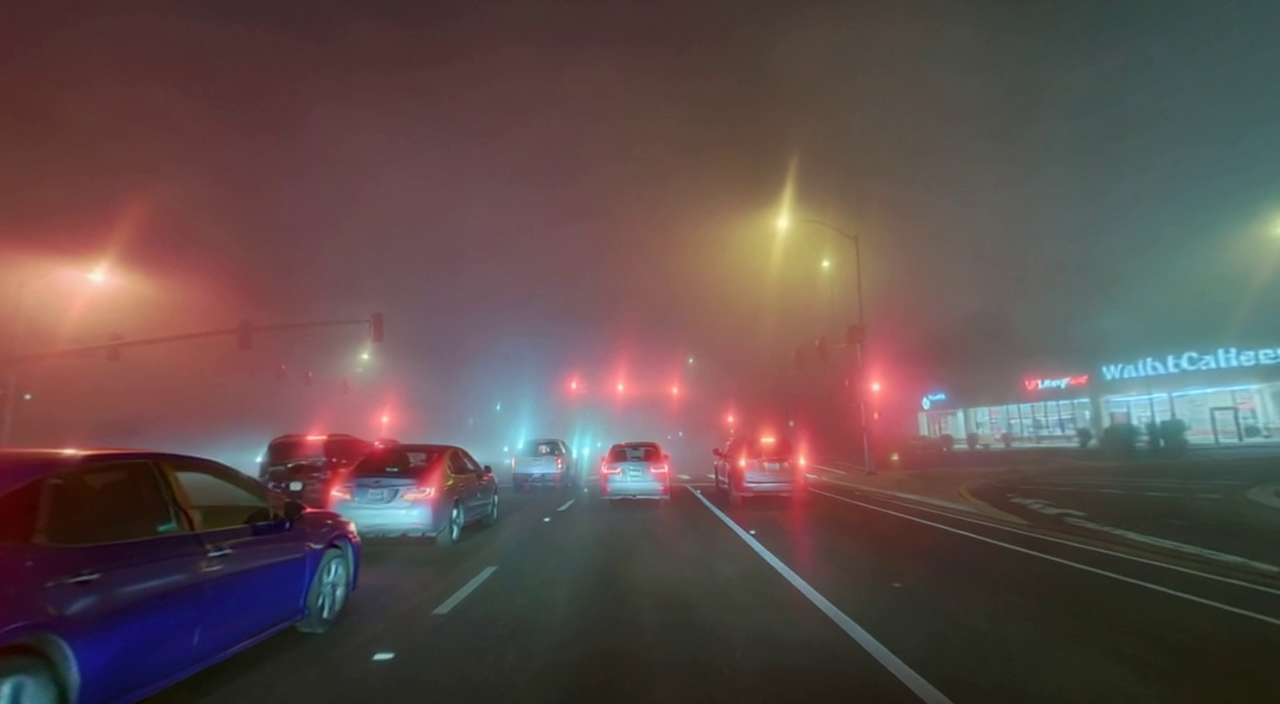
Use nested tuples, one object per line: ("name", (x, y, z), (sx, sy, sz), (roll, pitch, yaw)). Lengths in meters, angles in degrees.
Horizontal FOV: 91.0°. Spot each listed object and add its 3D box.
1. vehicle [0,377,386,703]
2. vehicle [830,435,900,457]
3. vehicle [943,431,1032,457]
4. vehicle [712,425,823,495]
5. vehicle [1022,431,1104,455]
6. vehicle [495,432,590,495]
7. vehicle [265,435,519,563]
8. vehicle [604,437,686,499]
("vehicle", (-3.079, 0.892, 2.216), (2.249, 1.517, 4.951), (0, -9, 1))
("vehicle", (17.500, 7.361, 49.124), (4.626, 1.653, 1.982), (0, -9, 1))
("vehicle", (23.336, 6.209, 42.442), (4.781, 1.700, 1.986), (0, -9, 1))
("vehicle", (3.361, 2.991, 17.636), (2.076, 1.691, 4.402), (0, -9, -2))
("vehicle", (30.593, 6.578, 45.626), (4.432, 1.680, 1.932), (0, -9, 2))
("vehicle", (-2.815, 3.333, 19.134), (2.072, 1.694, 4.070), (0, -9, 2))
("vehicle", (-3.324, 2.058, 9.586), (2.014, 1.472, 4.357), (0, -9, 1))
("vehicle", (0.147, 3.176, 17.605), (2.032, 1.499, 3.994), (0, -9, 1))
